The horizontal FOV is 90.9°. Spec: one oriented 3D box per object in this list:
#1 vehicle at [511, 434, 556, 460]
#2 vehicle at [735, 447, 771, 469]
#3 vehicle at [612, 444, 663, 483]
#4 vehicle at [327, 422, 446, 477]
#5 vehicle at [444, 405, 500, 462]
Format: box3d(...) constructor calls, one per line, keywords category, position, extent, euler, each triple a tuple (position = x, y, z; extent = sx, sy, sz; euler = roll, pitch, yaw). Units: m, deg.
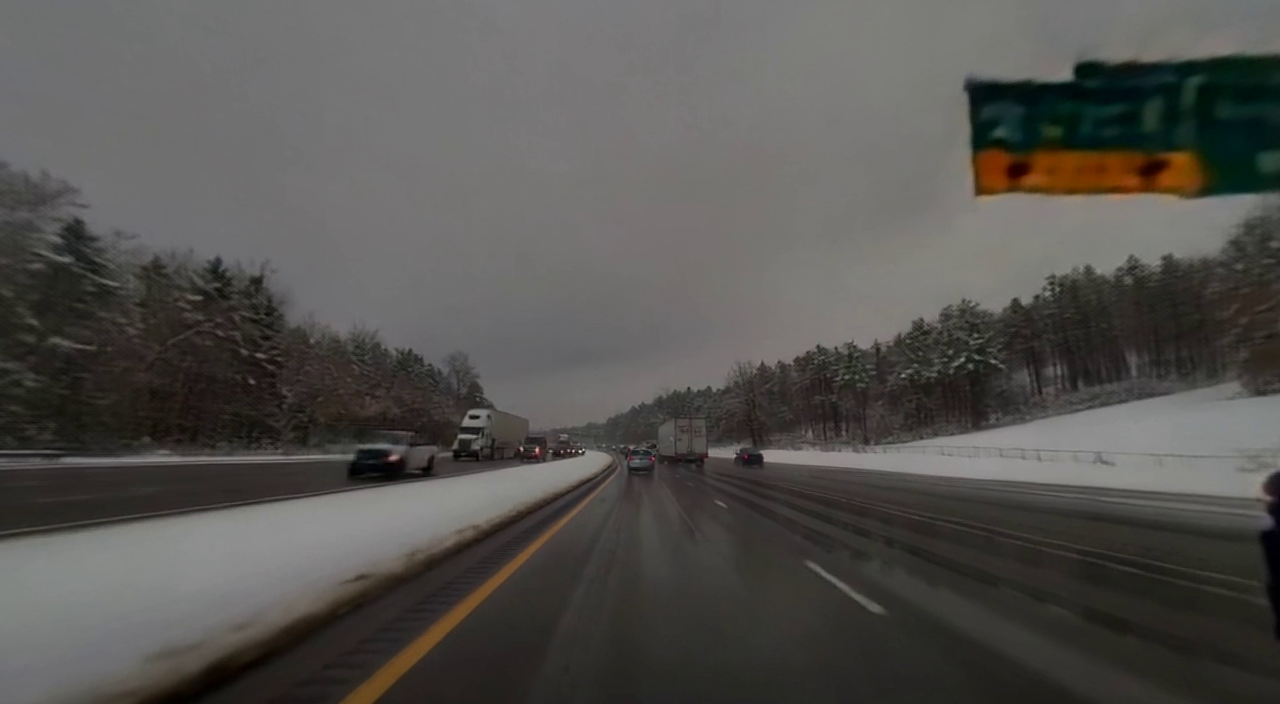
box3d(category="vehicle", position=(-8.051, 7.289, 48.213), extent=(2.382, 1.802, 5.288), euler=(0, -9, 1))
box3d(category="vehicle", position=(8.820, 8.301, 49.520), extent=(1.902, 1.652, 3.995), euler=(0, -9, -3))
box3d(category="vehicle", position=(-0.113, 4.944, 28.224), extent=(2.111, 1.599, 3.859), euler=(0, -9, -1))
box3d(category="vehicle", position=(-8.021, 3.166, 20.463), extent=(1.948, 1.580, 4.373), euler=(0, -9, 1))
box3d(category="vehicle", position=(-12.058, 5.958, 45.609), extent=(3.011, 3.951, 3.378), euler=(0, -9, 0))
